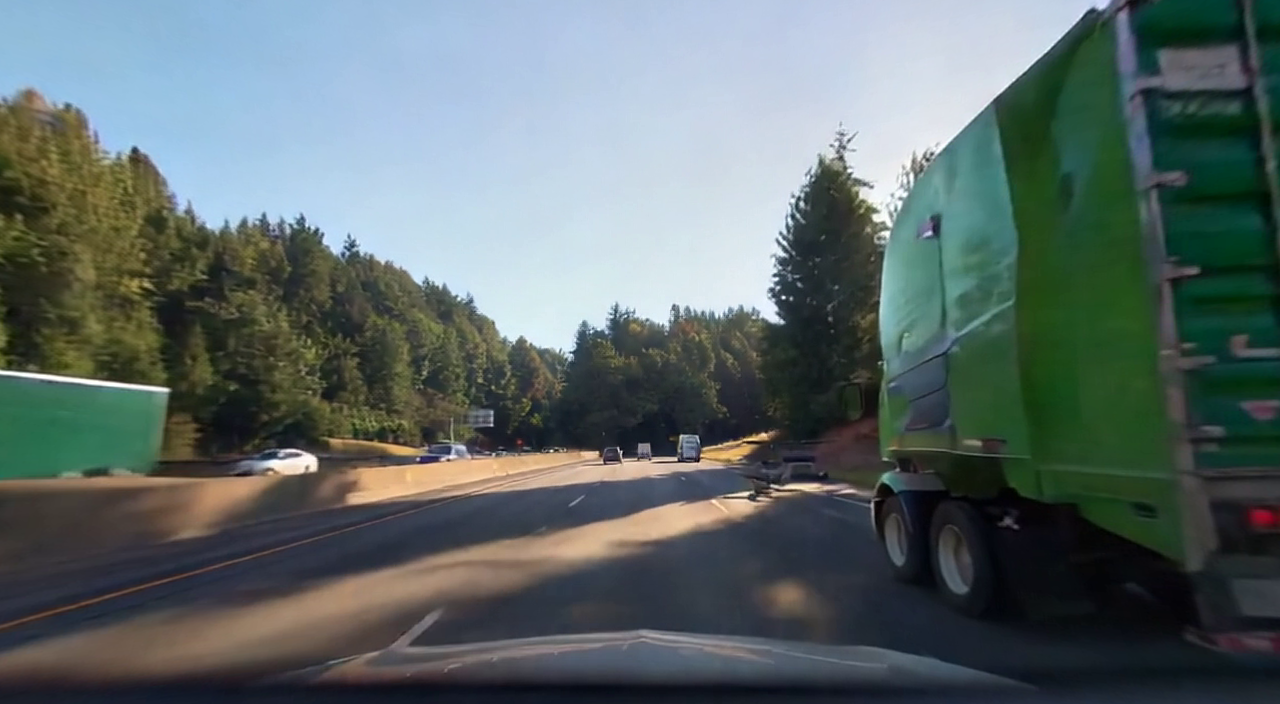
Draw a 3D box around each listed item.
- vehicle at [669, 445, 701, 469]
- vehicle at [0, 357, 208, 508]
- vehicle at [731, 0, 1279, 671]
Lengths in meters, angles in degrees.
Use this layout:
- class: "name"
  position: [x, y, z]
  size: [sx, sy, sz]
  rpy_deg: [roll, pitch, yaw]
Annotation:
- class: "vehicle"
  position: [3.065, 7.244, 43.669]
  size: [2.019, 1.601, 3.953]
  rpy_deg: [-1, -9, 1]
- class: "vehicle"
  position: [-15.707, 2.179, 16.423]
  size: [3.020, 3.309, 8.280]
  rpy_deg: [0, -9, -1]
- class: "vehicle"
  position: [4.672, 0.916, 12.312]
  size: [3.115, 4.407, 17.026]
  rpy_deg: [0, -9, -1]
